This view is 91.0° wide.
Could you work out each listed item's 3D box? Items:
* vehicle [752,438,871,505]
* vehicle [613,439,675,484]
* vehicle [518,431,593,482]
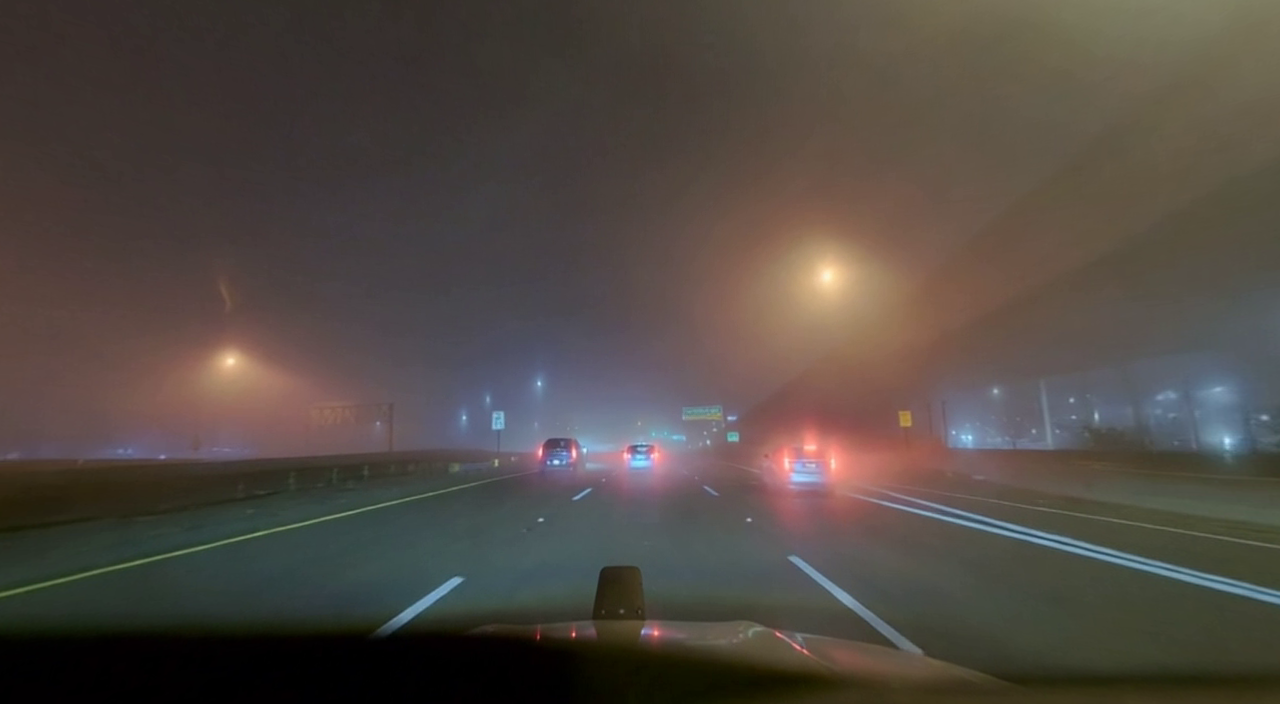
[{"bbox_3d":[4.247,3.009,16.296,1.974,1.490,3.994,0,-8,0],"label":"vehicle"},{"bbox_3d":[0.199,4.001,23.269,2.089,1.493,3.964,0,-8,2],"label":"vehicle"},{"bbox_3d":[-3.274,4.173,25.460,2.142,1.819,4.648,0,-8,3],"label":"vehicle"}]
